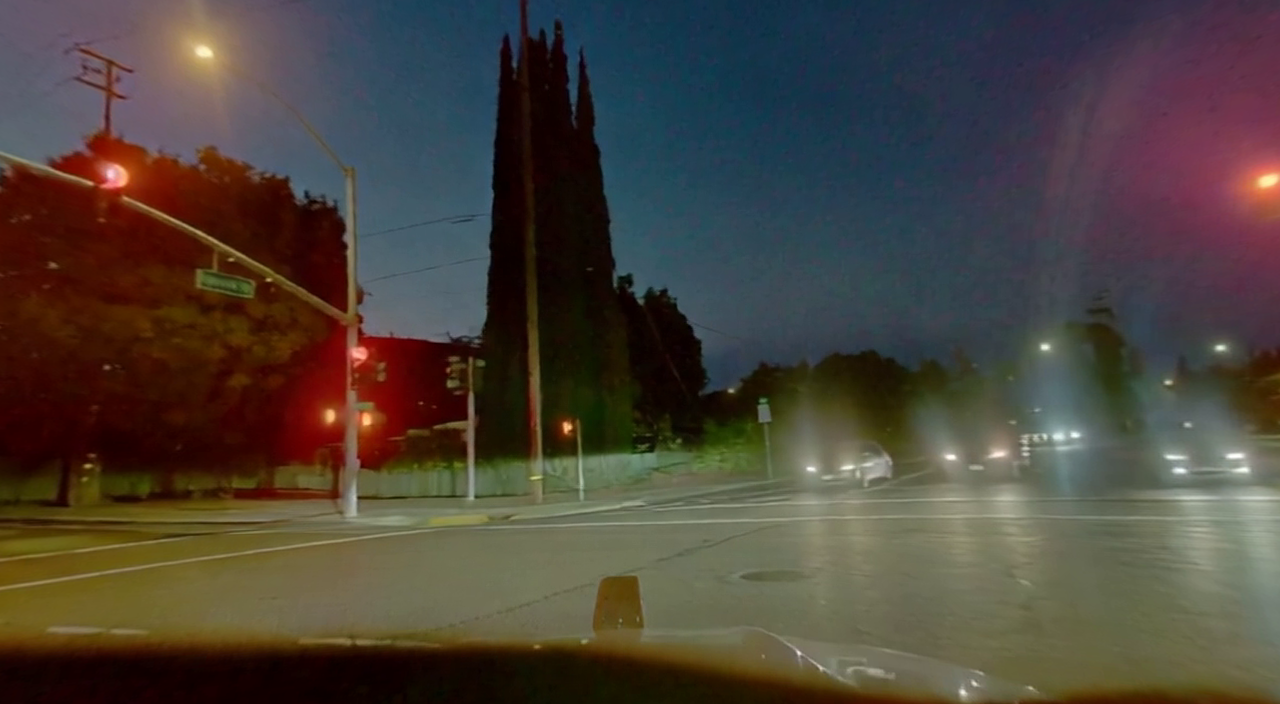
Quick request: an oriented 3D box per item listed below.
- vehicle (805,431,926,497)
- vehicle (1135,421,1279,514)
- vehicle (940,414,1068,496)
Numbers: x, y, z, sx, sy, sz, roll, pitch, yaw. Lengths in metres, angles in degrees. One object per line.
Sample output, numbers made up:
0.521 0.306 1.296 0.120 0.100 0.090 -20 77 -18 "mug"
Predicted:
7.219 3.464 19.943 2.241 1.819 4.690 -7 -11 36 "vehicle"
11.504 2.145 12.107 2.174 1.477 4.805 -5 -10 27 "vehicle"
10.697 2.953 18.354 2.479 1.977 5.254 -7 -11 36 "vehicle"
